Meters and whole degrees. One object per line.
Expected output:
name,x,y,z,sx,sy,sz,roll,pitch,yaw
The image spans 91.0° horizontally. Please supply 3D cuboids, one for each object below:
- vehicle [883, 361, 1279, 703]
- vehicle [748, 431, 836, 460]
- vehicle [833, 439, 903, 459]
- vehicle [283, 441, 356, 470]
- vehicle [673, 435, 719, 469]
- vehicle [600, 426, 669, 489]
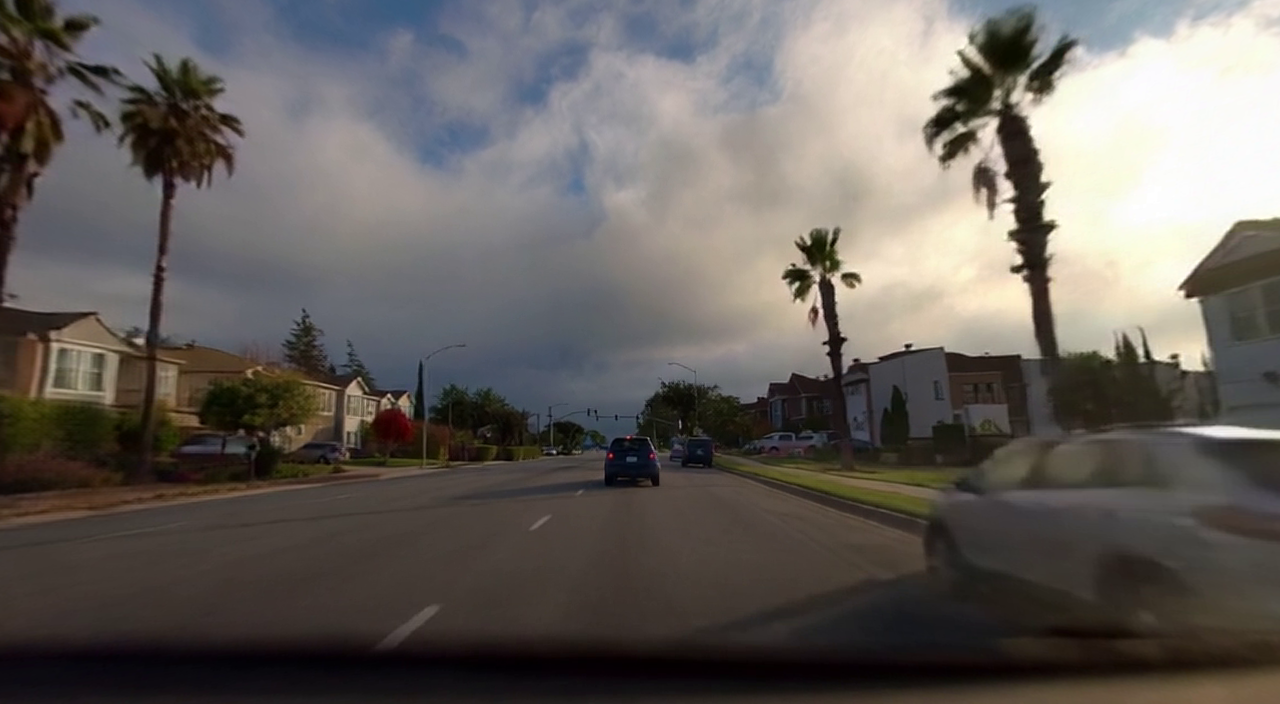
vehicle,3.502,1.150,4.286,1.949,1.685,4.161,0,-8,-1
vehicle,10.876,6.739,45.501,5.709,2.017,2.435,0,-8,-1
vehicle,16.480,7.030,45.629,4.317,1.420,1.828,0,-8,0
vehicle,-21.414,6.899,42.364,2.196,1.820,4.955,0,-8,1
vehicle,3.408,6.203,39.227,2.416,1.922,5.023,0,-8,0
vehicle,-0.200,3.422,20.733,1.994,1.810,5.057,0,-8,-1
